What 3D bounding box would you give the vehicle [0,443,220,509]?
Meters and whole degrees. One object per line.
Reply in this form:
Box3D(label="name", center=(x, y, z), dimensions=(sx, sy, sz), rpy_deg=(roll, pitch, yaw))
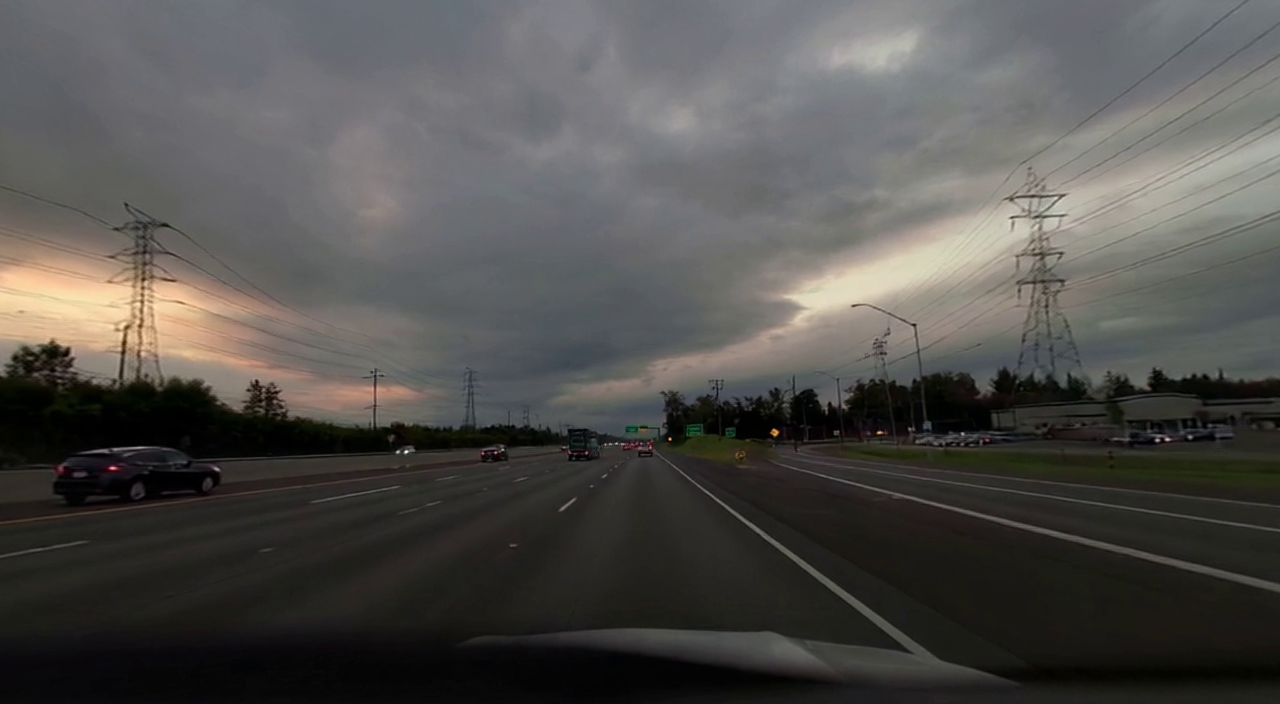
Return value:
Box3D(label="vehicle", center=(-13.616, 3.141, 16.602), dimensions=(1.988, 1.477, 4.442), rpy_deg=(0, -8, 1))
